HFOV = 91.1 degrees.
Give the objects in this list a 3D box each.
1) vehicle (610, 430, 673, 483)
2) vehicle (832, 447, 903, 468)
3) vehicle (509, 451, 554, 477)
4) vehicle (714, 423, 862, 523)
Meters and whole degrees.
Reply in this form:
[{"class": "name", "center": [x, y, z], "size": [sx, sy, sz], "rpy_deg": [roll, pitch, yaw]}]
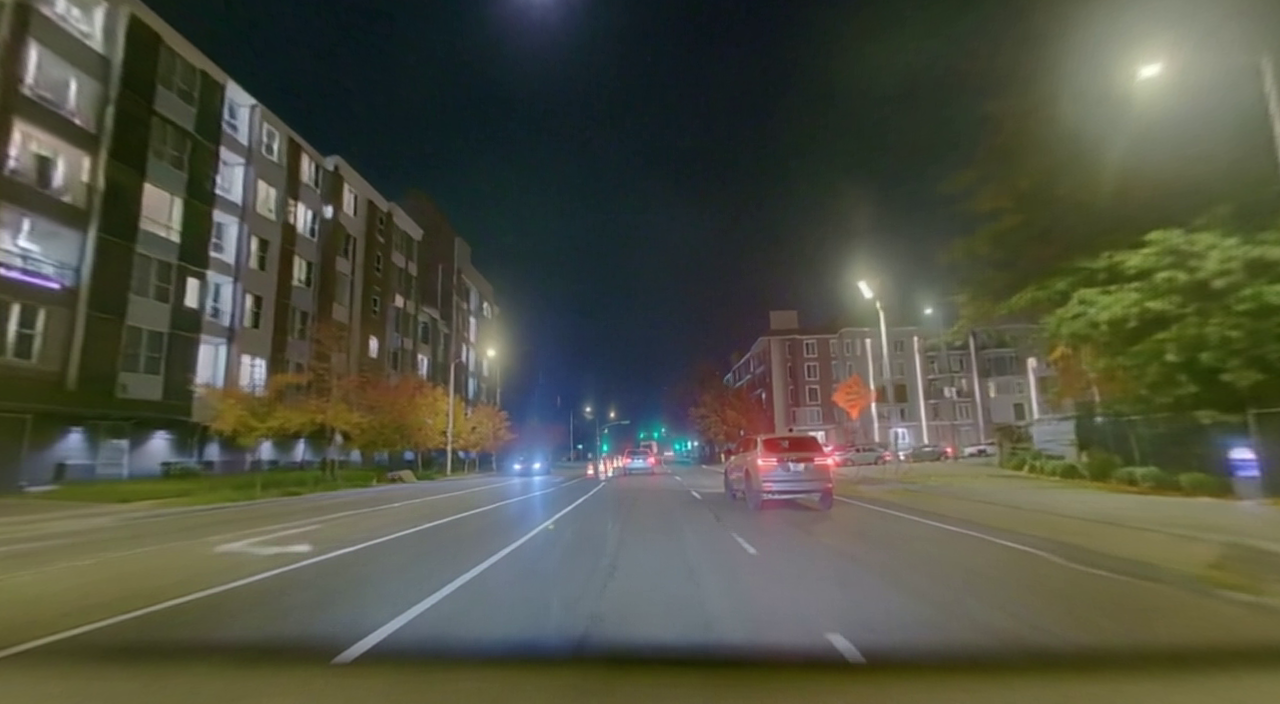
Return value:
[{"class": "vehicle", "center": [0.083, 5.132, 31.041], "size": [2.762, 2.309, 6.723], "rpy_deg": [0, -9, 1]}, {"class": "vehicle", "center": [17.031, 7.900, 47.044], "size": [4.568, 1.478, 1.900], "rpy_deg": [2, -9, -13]}, {"class": "vehicle", "center": [-6.905, 7.158, 40.340], "size": [1.891, 1.496, 4.144], "rpy_deg": [-1, -9, 4]}, {"class": "vehicle", "center": [3.065, 2.651, 14.411], "size": [2.120, 1.828, 5.531], "rpy_deg": [0, -9, 1]}]
